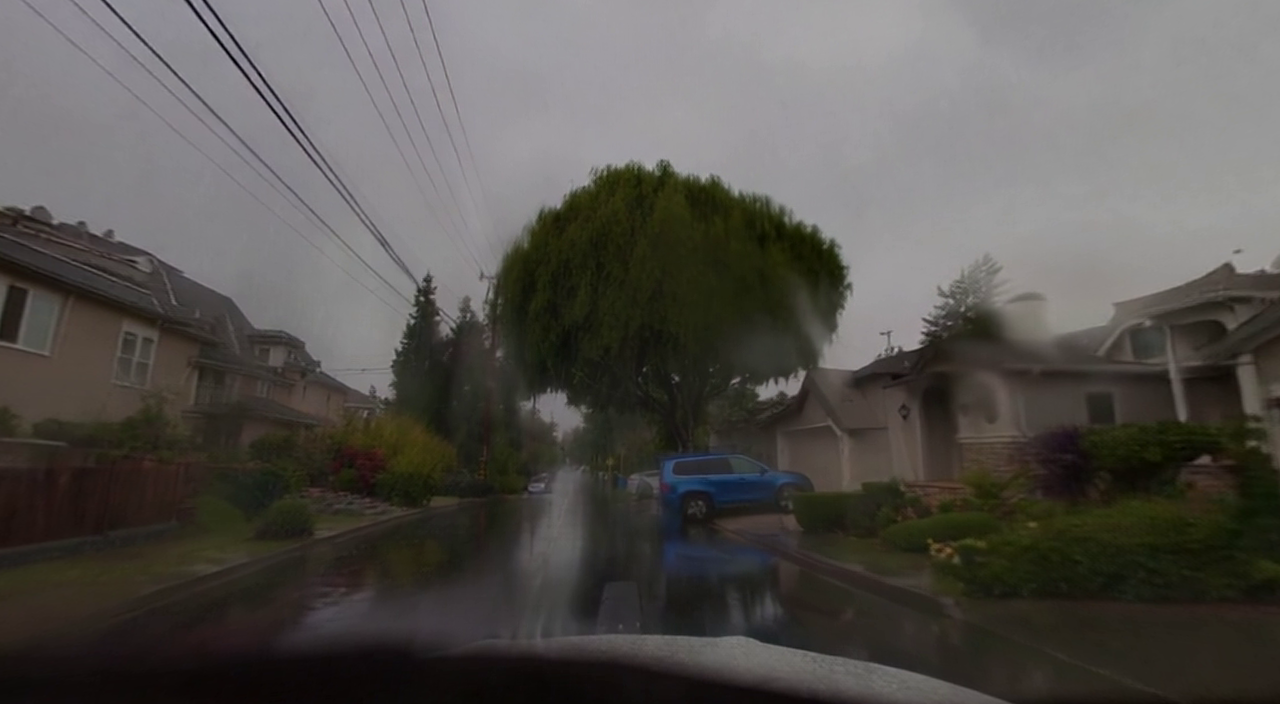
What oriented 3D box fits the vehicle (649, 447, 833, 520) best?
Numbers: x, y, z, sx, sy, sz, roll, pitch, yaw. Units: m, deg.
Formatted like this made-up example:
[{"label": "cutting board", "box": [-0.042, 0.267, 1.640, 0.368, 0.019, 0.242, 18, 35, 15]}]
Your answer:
[{"label": "vehicle", "box": [2.563, 3.410, 16.748, 4.413, 1.728, 1.869, 1, -9, -8]}]
